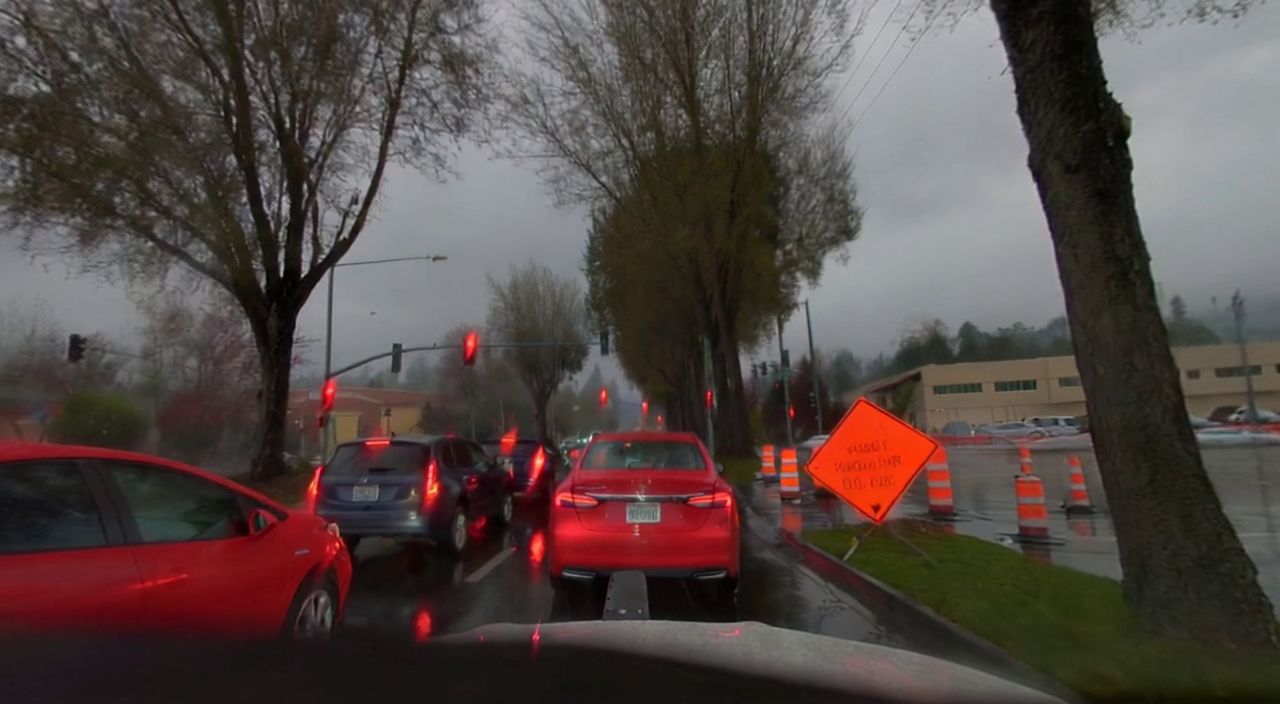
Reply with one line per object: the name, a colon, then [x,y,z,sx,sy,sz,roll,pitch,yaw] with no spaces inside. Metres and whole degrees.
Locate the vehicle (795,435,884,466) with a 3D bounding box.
vehicle: [12.851,6.406,40.863,5.082,1.907,2.115,0,-9,3]

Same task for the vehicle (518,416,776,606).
vehicle: [0.100,1.617,7.212,2.167,1.560,3.676,0,-9,1]

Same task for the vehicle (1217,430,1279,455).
vehicle: [40.426,5.897,40.904,4.051,1.583,1.794,0,-9,1]

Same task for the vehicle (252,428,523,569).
vehicle: [-3.282,1.995,9.444,1.989,1.541,4.626,0,-9,2]

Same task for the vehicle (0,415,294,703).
vehicle: [-3.595,0.943,2.146,2.064,1.497,4.722,0,-9,1]
